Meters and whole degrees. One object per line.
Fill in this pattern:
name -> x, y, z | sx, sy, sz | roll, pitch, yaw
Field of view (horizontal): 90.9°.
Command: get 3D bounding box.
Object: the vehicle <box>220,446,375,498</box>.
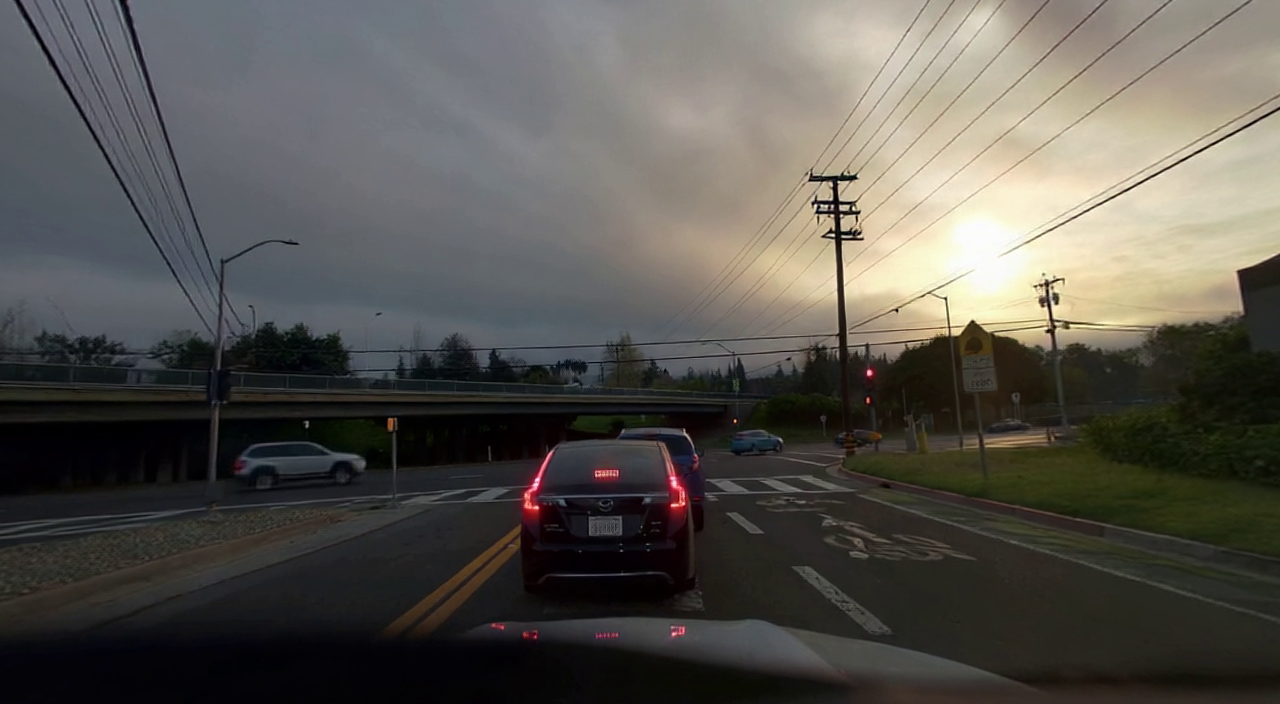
vehicle -> -12.166, 4.208, 22.620 | 4.435, 1.637, 1.901 | 8, -12, -44

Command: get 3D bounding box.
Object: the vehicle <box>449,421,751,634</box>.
vehicle -> -0.243, 1.527, 6.460 | 2.090, 1.458, 4.033 | -1, -9, 1

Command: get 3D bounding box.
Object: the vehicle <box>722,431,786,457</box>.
vehicle -> 7.938, 6.365, 43.642 | 1.986, 1.667, 4.748 | -8, -12, 43
